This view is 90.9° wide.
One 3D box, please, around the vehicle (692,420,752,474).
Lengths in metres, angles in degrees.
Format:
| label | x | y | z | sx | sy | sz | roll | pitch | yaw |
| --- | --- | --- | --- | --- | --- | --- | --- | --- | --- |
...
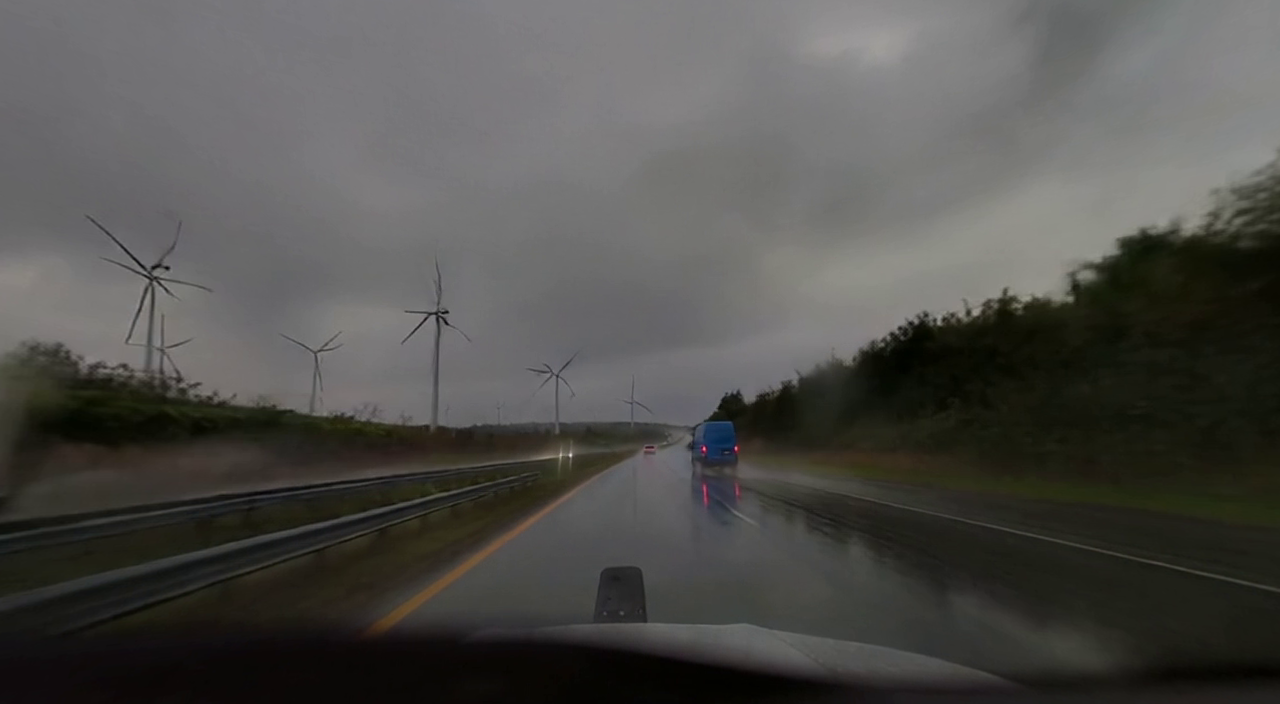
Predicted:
| label | x | y | z | sx | sy | sz | roll | pitch | yaw |
| --- | --- | --- | --- | --- | --- | --- | --- | --- | --- |
| vehicle | 4.361 | 5.235 | 34.670 | 2.437 | 2.735 | 5.507 | 0 | -9 | -1 |
